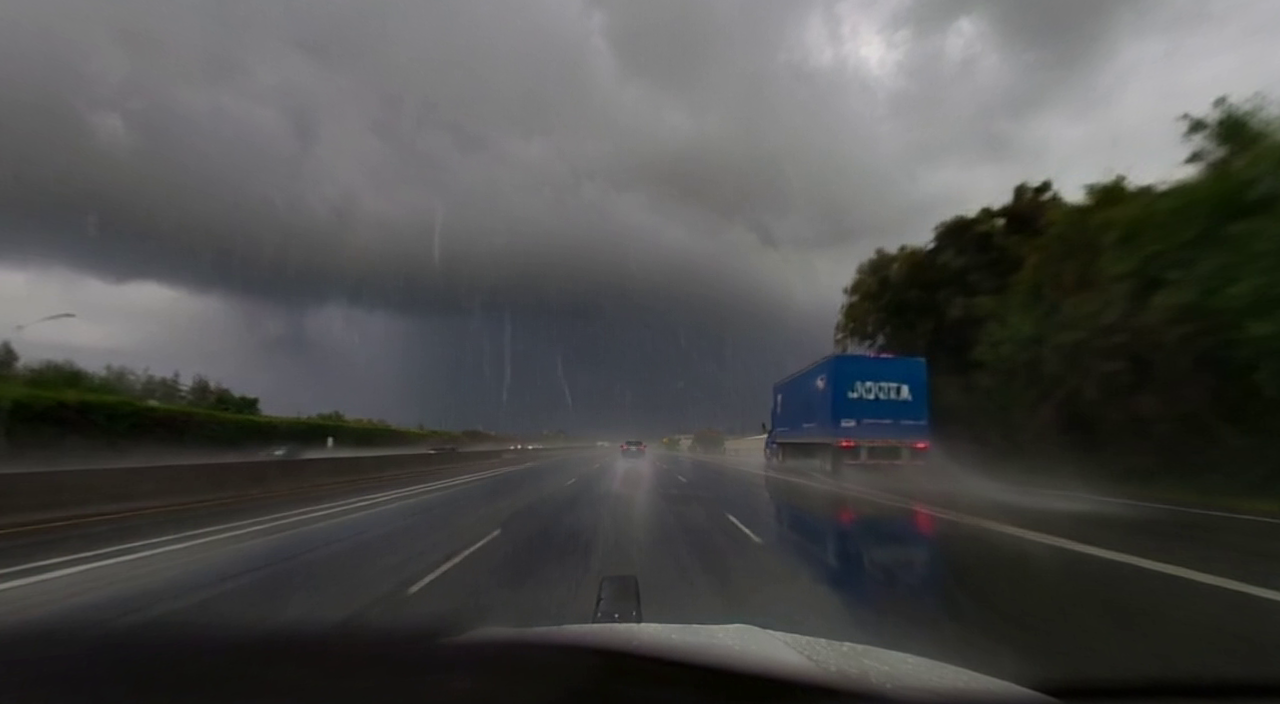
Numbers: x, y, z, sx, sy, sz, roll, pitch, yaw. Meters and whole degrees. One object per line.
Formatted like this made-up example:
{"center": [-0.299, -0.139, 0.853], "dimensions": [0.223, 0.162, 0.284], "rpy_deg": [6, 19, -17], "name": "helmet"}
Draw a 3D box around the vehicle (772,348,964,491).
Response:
{"center": [8.169, 3.118, 26.267], "dimensions": [3.469, 3.986, 17.065], "rpy_deg": [-1, -8, 6], "name": "vehicle"}
